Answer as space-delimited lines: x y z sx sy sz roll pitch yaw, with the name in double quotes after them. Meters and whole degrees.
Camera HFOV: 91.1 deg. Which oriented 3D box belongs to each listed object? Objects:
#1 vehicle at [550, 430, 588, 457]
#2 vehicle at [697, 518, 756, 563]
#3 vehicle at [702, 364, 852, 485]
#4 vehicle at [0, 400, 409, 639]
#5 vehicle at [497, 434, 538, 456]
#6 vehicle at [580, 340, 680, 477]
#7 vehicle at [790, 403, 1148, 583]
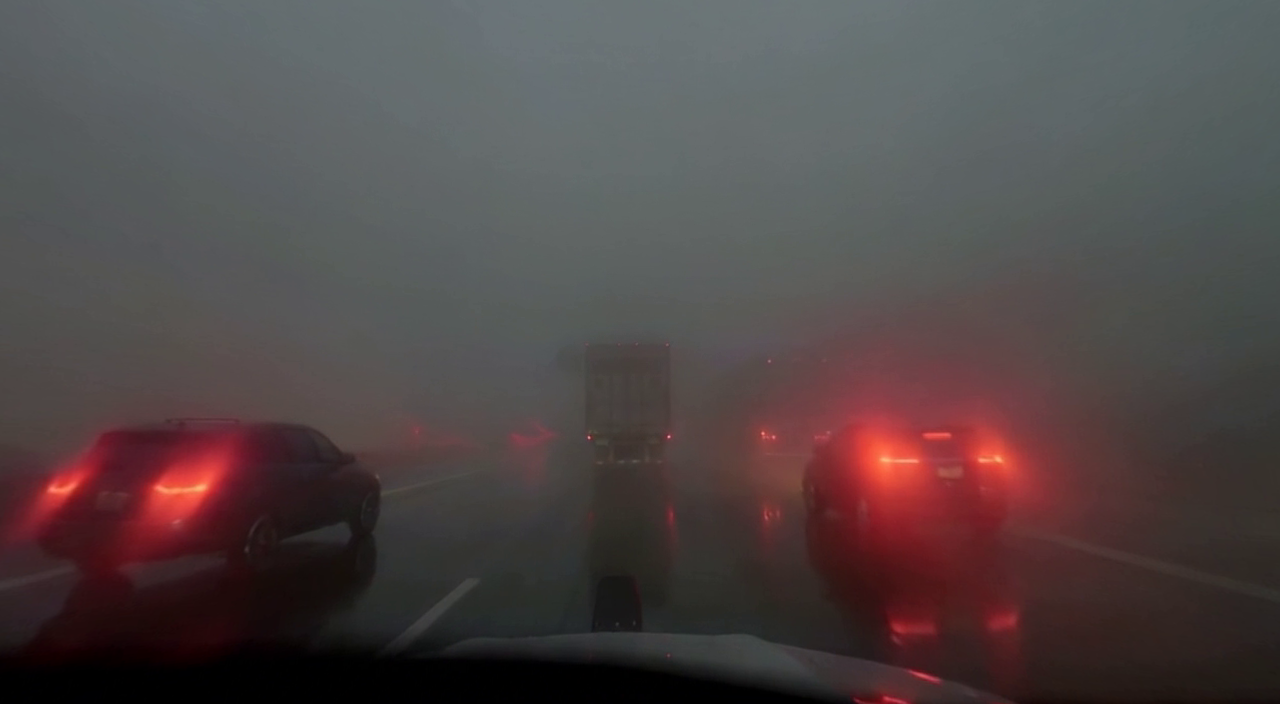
-4.536 5.937 40.860 1.986 1.612 4.155 0 -8 0 "vehicle"
4.798 10.495 35.181 2.835 2.000 2.696 0 -7 -2 "vehicle"
5.149 3.358 27.578 2.863 3.936 14.058 0 -8 -3 "vehicle"
-3.846 1.313 5.929 1.882 1.493 3.828 0 -8 0 "vehicle"
-8.545 6.519 44.291 2.019 1.471 4.347 0 -8 0 "vehicle"
-0.437 2.315 23.595 2.938 4.033 9.980 0 -8 -2 "vehicle"
3.313 1.479 7.461 1.976 1.513 4.065 0 -8 -1 "vehicle"
